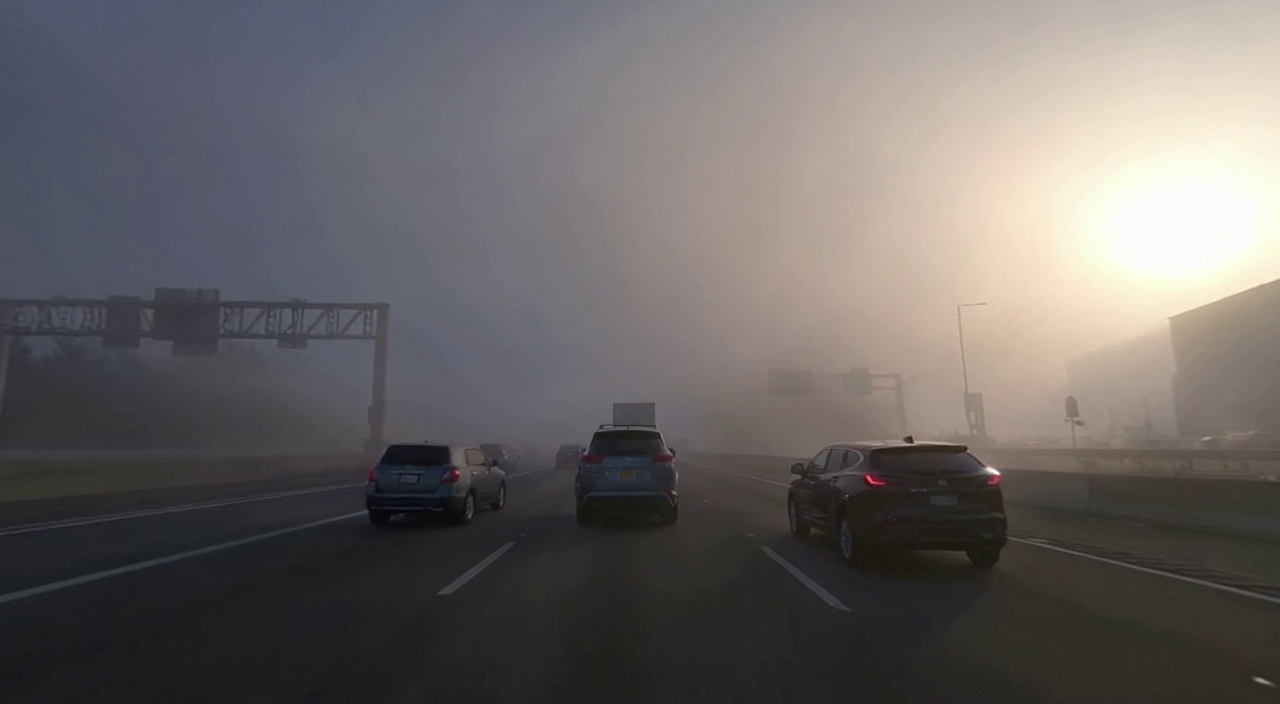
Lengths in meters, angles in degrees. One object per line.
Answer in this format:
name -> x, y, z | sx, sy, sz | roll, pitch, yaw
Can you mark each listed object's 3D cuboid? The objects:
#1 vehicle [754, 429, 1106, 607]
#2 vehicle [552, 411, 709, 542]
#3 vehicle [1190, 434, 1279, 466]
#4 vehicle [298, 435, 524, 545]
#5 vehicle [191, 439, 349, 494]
vehicle -> 2.859, 1.738, 7.609 | 2.018, 1.470, 4.491 | 0, -9, -1
vehicle -> -0.145, 2.011, 10.674 | 2.152, 1.779, 3.924 | 0, -9, 0
vehicle -> 31.806, 5.098, 32.837 | 1.805, 1.536, 4.325 | 3, -9, -19
vehicle -> -3.512, 2.202, 10.793 | 2.132, 1.464, 4.481 | 0, -9, 1
vehicle -> -11.146, 3.475, 19.512 | 1.930, 1.485, 4.765 | 0, -9, 1
